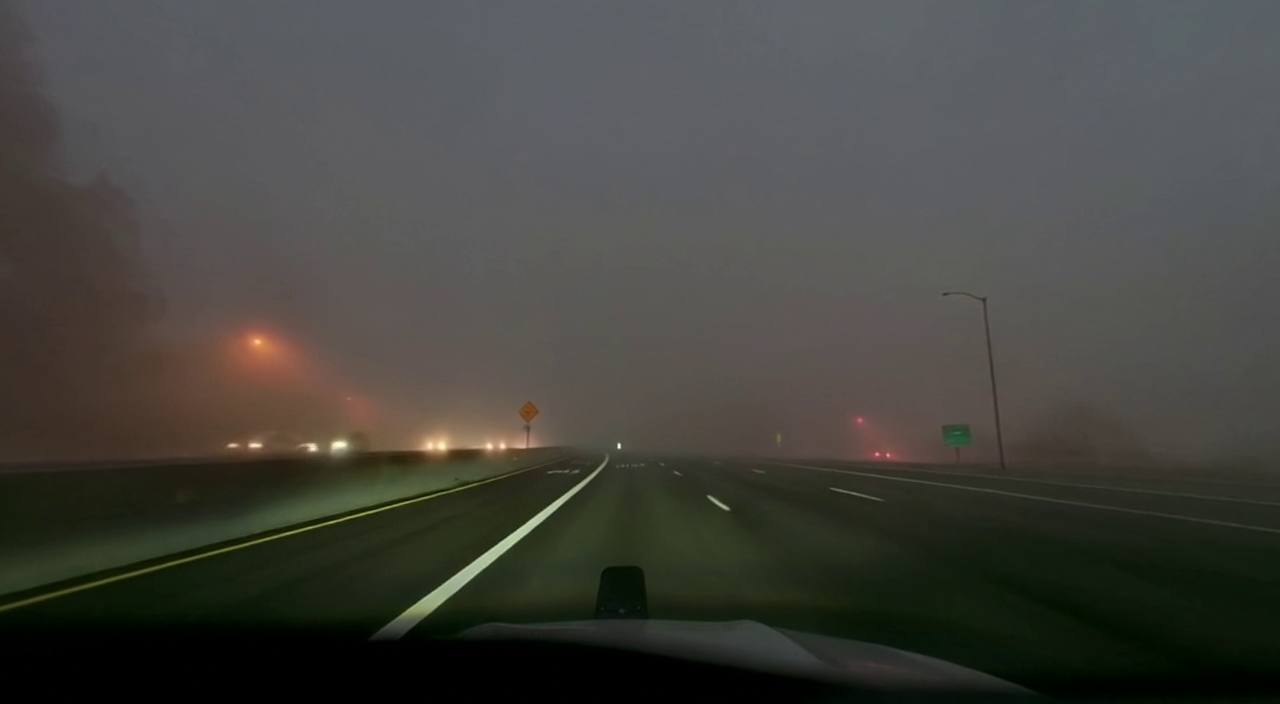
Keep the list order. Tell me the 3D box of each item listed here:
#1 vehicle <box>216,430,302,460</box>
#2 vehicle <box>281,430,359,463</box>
[{"bbox_3d":[-26.637,6.537,44.444,2.668,1.913,5.887,0,-8,-4],"label":"vehicle"},{"bbox_3d":[-17.462,5.199,34.663,1.933,1.660,4.631,0,-8,-1],"label":"vehicle"}]
